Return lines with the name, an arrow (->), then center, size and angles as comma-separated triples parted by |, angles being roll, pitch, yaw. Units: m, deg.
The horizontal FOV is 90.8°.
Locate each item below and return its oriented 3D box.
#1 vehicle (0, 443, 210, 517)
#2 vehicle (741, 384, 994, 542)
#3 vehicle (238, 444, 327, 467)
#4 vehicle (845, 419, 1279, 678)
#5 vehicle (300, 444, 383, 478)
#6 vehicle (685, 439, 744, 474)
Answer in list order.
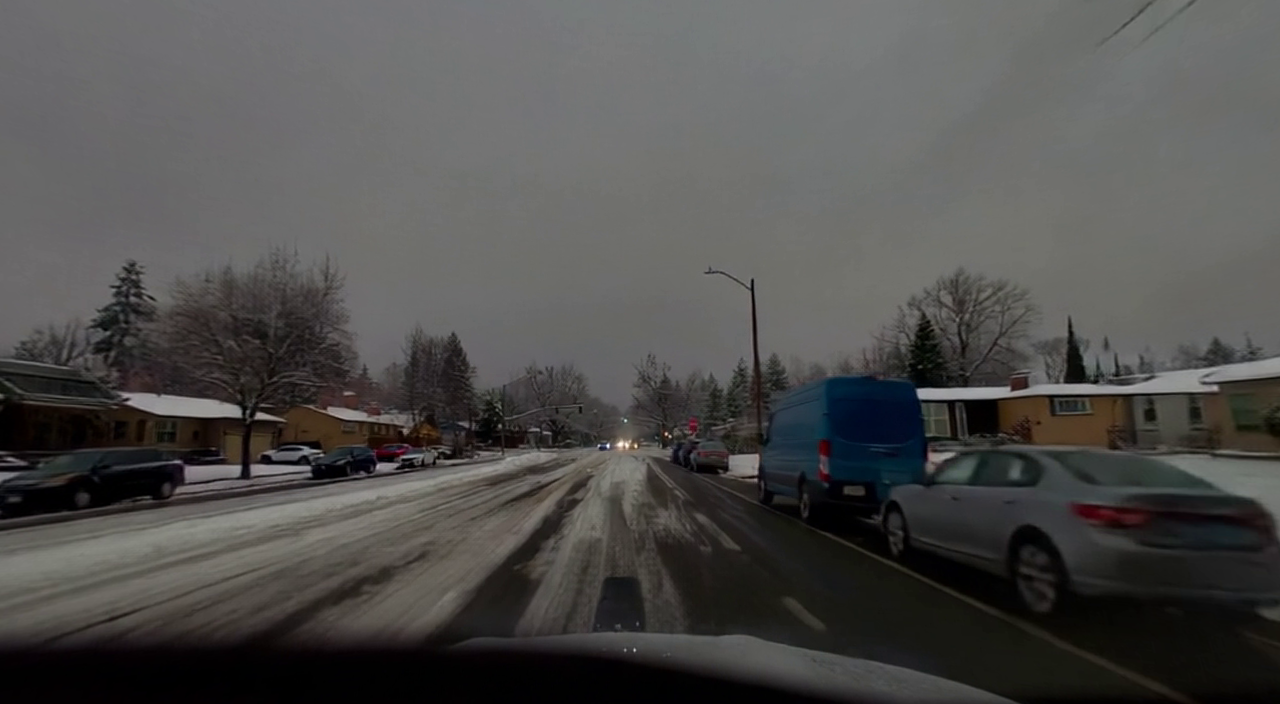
vehicle -> -14.331, 3.268, 16.845 | 2.045, 1.636, 5.214 | 0, -8, 0
vehicle -> 3.582, 1.937, 11.525 | 2.521, 2.168, 5.478 | 0, -8, 0
vehicle -> -23.079, 6.701, 40.918 | 4.599, 1.433, 1.863 | 1, -9, -3
vehicle -> 3.799, 1.474, 6.000 | 1.994, 1.450, 4.662 | 1, -8, -2
vehicle -> -14.803, 5.405, 31.705 | 1.923, 1.535, 4.862 | 0, -8, -2
vehicle -> 3.321, 4.744, 28.982 | 1.956, 1.468, 4.524 | 0, -8, -2
